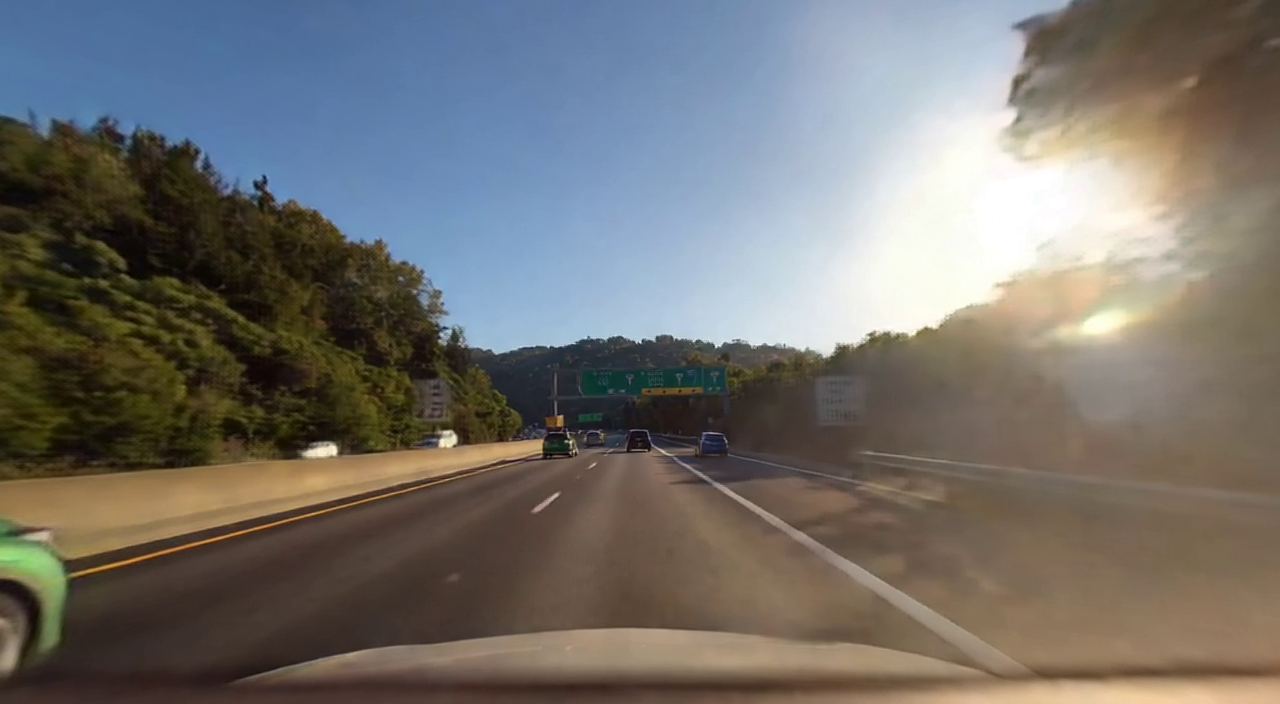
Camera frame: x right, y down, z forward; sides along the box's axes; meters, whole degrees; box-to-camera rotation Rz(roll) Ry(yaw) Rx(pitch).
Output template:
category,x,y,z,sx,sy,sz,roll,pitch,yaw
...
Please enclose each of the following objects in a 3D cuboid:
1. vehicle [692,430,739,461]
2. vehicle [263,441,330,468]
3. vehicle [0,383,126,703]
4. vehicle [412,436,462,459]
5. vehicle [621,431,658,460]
category,x,y,z,sx,sy,sz,roll,pitch,yaw
vehicle,3.863,4.853,32.828,1.841,1.491,3.869,0,-8,-2
vehicle,-20.909,6.238,38.590,1.890,1.473,3.920,-1,-8,0
vehicle,-3.675,0.652,0.827,2.023,1.512,4.804,0,-8,-1
vehicle,-13.982,6.566,43.731,1.926,1.483,4.717,0,-8,-1
vehicle,-0.061,5.015,34.123,1.869,1.466,3.356,0,-8,-1
